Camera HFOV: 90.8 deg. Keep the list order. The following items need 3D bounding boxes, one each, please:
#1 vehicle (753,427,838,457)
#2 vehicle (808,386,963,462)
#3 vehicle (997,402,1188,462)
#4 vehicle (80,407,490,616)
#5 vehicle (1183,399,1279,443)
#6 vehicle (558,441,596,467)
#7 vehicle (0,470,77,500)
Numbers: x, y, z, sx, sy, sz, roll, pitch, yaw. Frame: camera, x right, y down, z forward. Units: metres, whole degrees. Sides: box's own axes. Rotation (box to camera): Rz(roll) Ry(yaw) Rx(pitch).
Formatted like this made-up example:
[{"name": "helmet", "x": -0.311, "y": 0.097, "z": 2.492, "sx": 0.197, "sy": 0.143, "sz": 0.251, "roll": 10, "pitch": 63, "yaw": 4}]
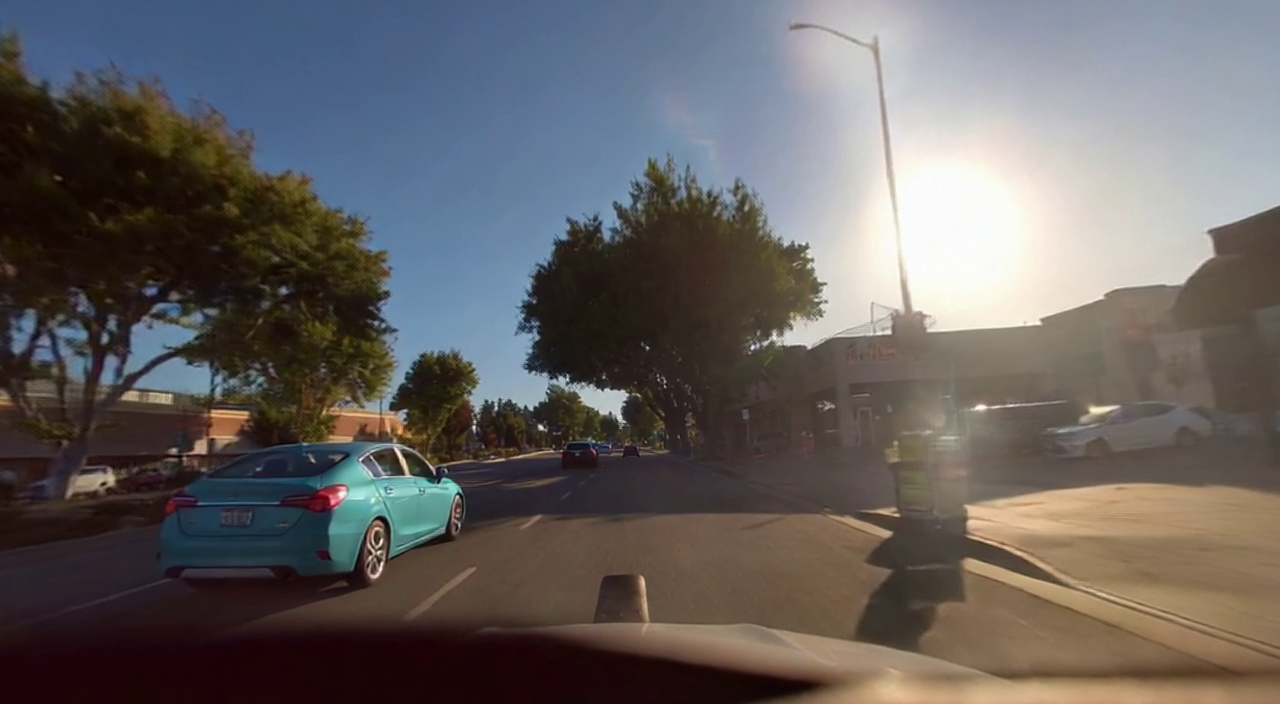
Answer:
[{"name": "vehicle", "x": 10.463, "y": 6.099, "z": 42.766, "sx": 5.130, "sy": 1.902, "sz": 2.056, "roll": -1, "pitch": -9, "yaw": -2}, {"name": "vehicle", "x": 12.156, "y": 3.624, "z": 31.809, "sx": 6.427, "sy": 3.417, "sz": 2.845, "roll": -2, "pitch": -8, "yaw": -2}, {"name": "vehicle", "x": 13.271, "y": 2.400, "z": 18.741, "sx": 4.165, "sy": 1.650, "sz": 1.946, "roll": 0, "pitch": -9, "yaw": -3}, {"name": "vehicle", "x": -3.411, "y": 1.632, "z": 7.434, "sx": 2.126, "sy": 1.655, "sz": 4.560, "roll": 0, "pitch": -9, "yaw": 0}, {"name": "vehicle", "x": 24.822, "y": 2.727, "z": 25.067, "sx": 4.799, "sy": 1.606, "sz": 1.930, "roll": -1, "pitch": -9, "yaw": -3}, {"name": "vehicle", "x": -3.798, "y": 6.253, "z": 38.774, "sx": 1.955, "sy": 1.461, "sz": 4.396, "roll": 0, "pitch": -9, "yaw": -1}, {"name": "vehicle", "x": -36.387, "y": 7.841, "z": 37.445, "sx": 1.965, "sy": 1.470, "sz": 4.482, "roll": 0, "pitch": -9, "yaw": -3}]
